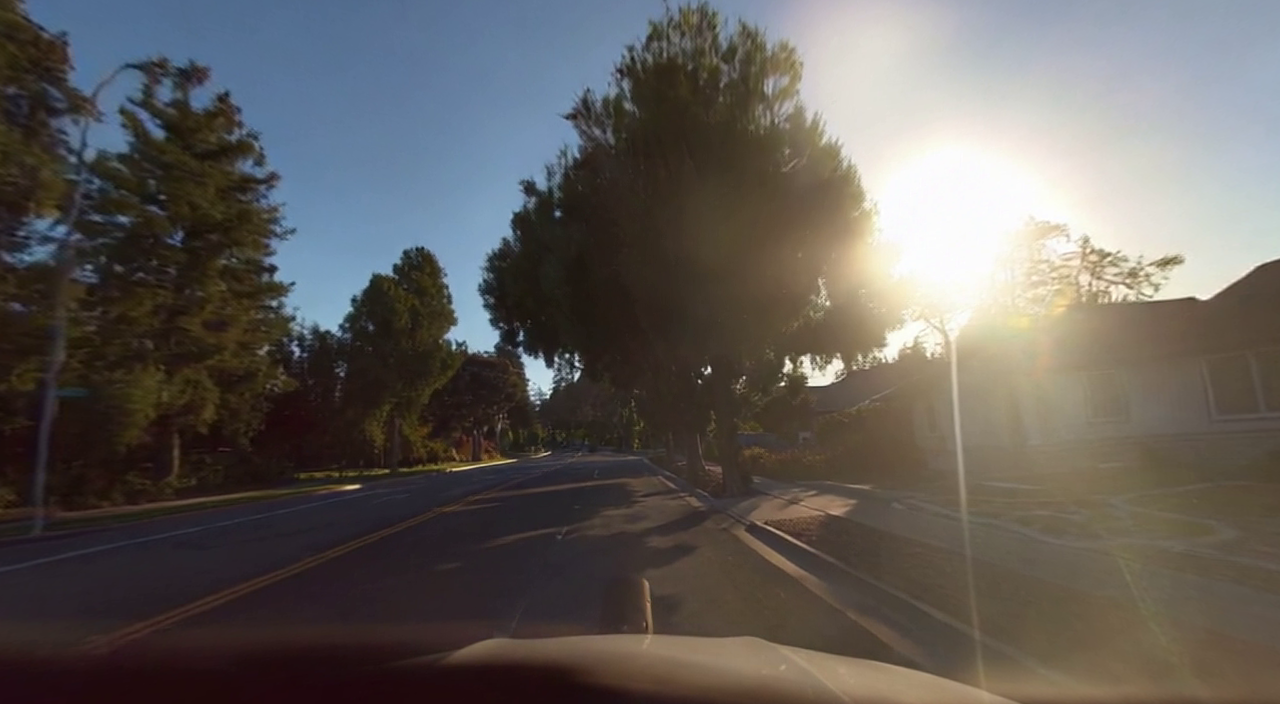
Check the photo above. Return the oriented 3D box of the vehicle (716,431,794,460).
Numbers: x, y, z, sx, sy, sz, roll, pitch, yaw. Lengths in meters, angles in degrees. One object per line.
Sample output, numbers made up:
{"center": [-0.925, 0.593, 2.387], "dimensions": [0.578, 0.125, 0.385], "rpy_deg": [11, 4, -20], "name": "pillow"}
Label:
{"center": [6.694, 5.455, 36.933], "dimensions": [4.153, 1.605, 1.835], "rpy_deg": [1, -8, -4], "name": "vehicle"}
